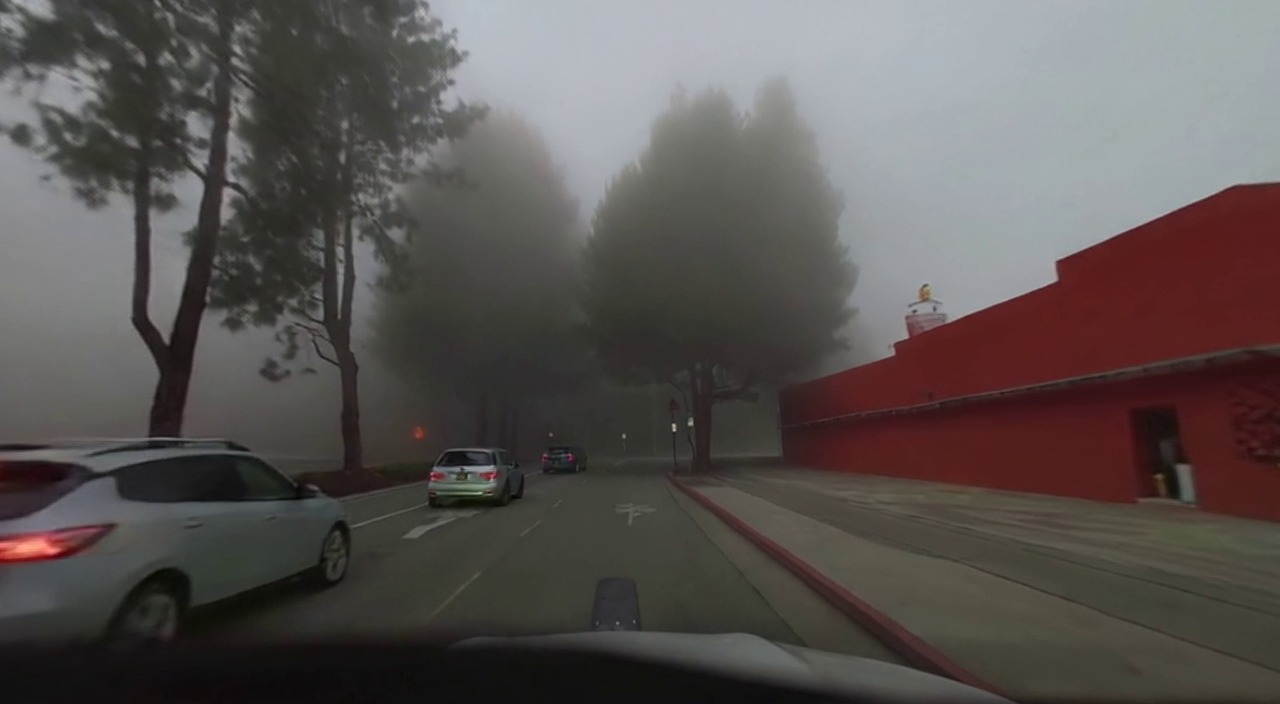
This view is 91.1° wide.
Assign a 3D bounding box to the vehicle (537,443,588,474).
[{"bbox_3d":[-3.883,5.412,32.194,1.962,1.424,4.289,0,-8,1],"label":"vehicle"}]

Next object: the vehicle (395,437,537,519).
[{"bbox_3d":[-3.558,2.614,13.745,1.853,1.478,4.381,0,-8,0],"label":"vehicle"}]

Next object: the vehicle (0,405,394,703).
[{"bbox_3d":[-3.421,1.242,4.400,1.768,1.539,4.147,0,-8,-1],"label":"vehicle"}]
